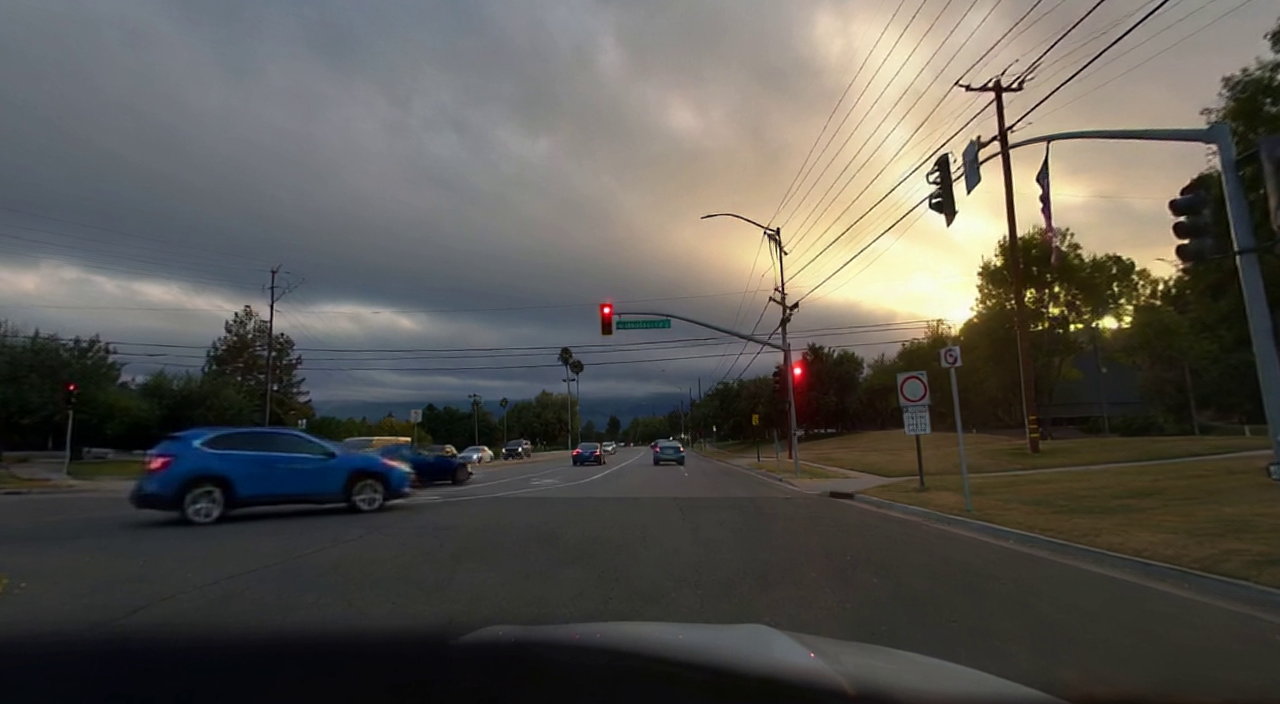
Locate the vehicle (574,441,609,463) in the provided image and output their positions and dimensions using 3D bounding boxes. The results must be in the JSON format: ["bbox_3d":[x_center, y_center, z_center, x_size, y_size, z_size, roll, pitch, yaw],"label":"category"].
[{"bbox_3d":[-3.490,7.254,45.661,1.904,1.482,4.603,-1,-8,4],"label":"vehicle"}]

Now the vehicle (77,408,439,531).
[{"bbox_3d":[-7.496,2.310,12.973,5.930,1.986,2.137,7,-11,-39],"label":"vehicle"}]

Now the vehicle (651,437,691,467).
[{"bbox_3d":[1.761,5.875,37.100,2.051,1.666,4.607,0,-8,-1],"label":"vehicle"}]
